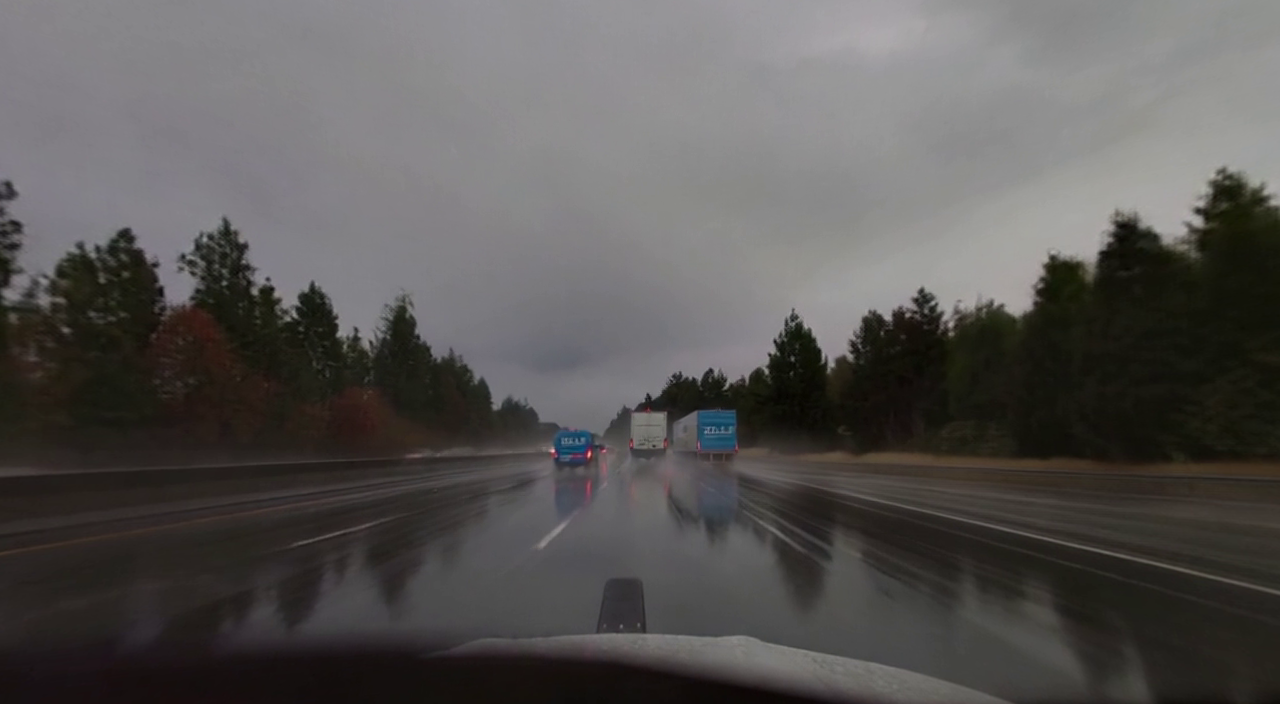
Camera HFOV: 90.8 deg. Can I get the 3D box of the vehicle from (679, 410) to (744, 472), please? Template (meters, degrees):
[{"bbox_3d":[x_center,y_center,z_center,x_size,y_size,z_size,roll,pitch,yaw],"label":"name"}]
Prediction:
[{"bbox_3d":[5.139,6.987,48.856,3.319,4.075,14.516,0,-9,0],"label":"vehicle"}]

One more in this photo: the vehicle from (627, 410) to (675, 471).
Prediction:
[{"bbox_3d":[0.692,6.755,47.548,3.201,4.019,10.918,0,-9,0],"label":"vehicle"}]

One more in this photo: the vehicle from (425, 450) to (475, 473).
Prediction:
[{"bbox_3d":[-12.857,7.398,42.877,1.901,1.465,4.583,0,-9,1],"label":"vehicle"}]

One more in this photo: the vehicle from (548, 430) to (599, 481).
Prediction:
[{"bbox_3d":[-3.108,4.917,30.099,2.033,2.234,3.490,0,-9,0],"label":"vehicle"}]
